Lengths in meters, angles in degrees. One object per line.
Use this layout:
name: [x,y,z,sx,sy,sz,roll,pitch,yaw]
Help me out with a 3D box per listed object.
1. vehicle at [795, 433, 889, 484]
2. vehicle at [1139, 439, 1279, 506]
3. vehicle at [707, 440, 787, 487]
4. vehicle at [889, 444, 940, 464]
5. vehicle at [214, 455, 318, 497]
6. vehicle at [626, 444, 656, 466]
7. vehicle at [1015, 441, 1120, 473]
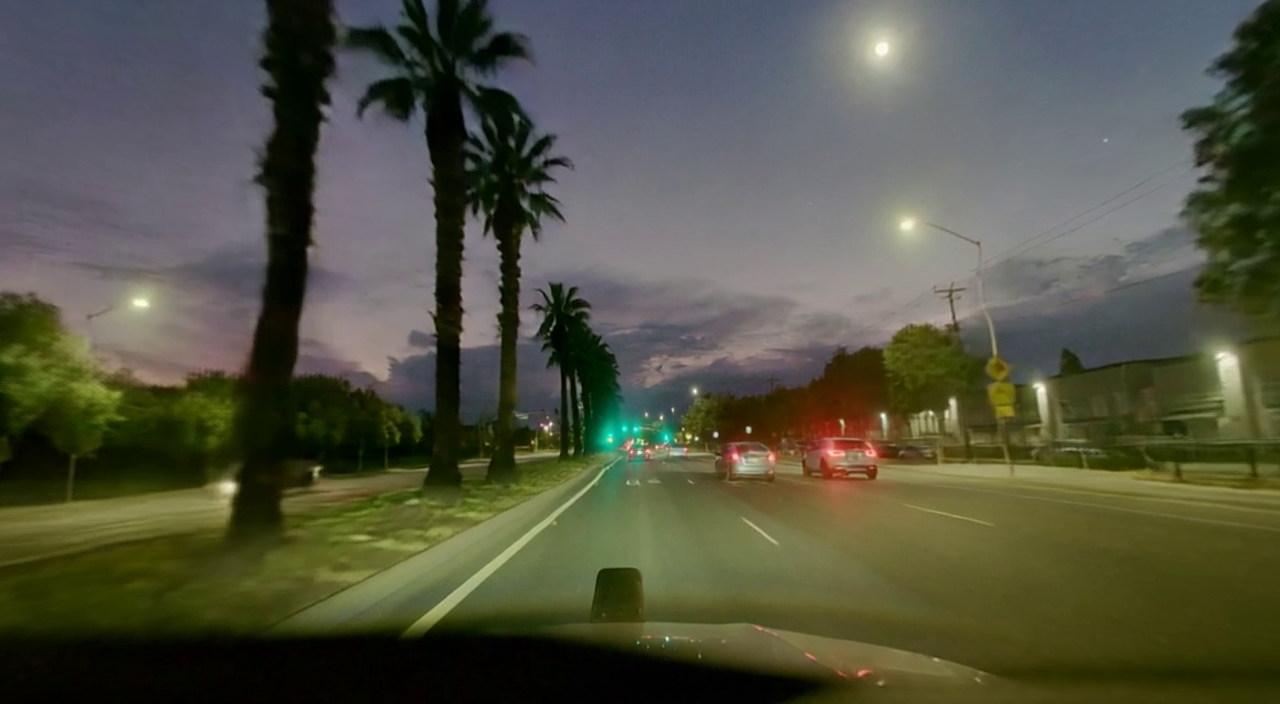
vehicle: [7.135,3.795,22.830,1.916,1.646,4.258,0,-8,-1]
vehicle: [15.077,2.869,15.298,2.001,1.463,4.781,0,-8,-1]
vehicle: [3.570,3.809,21.960,1.875,1.452,4.453,0,-8,-2]
vehicle: [21.064,7.808,48.705,1.852,1.448,4.601,0,-8,-1]
vehicle: [-16.953,5.602,28.920,1.972,1.687,4.480,0,-8,0]
vehicle: [0.056,7.235,44.471,2.031,1.444,4.361,0,-8,-1]
vehicle: [21.193,5.218,31.619,1.943,1.467,4.706,0,-8,0]
